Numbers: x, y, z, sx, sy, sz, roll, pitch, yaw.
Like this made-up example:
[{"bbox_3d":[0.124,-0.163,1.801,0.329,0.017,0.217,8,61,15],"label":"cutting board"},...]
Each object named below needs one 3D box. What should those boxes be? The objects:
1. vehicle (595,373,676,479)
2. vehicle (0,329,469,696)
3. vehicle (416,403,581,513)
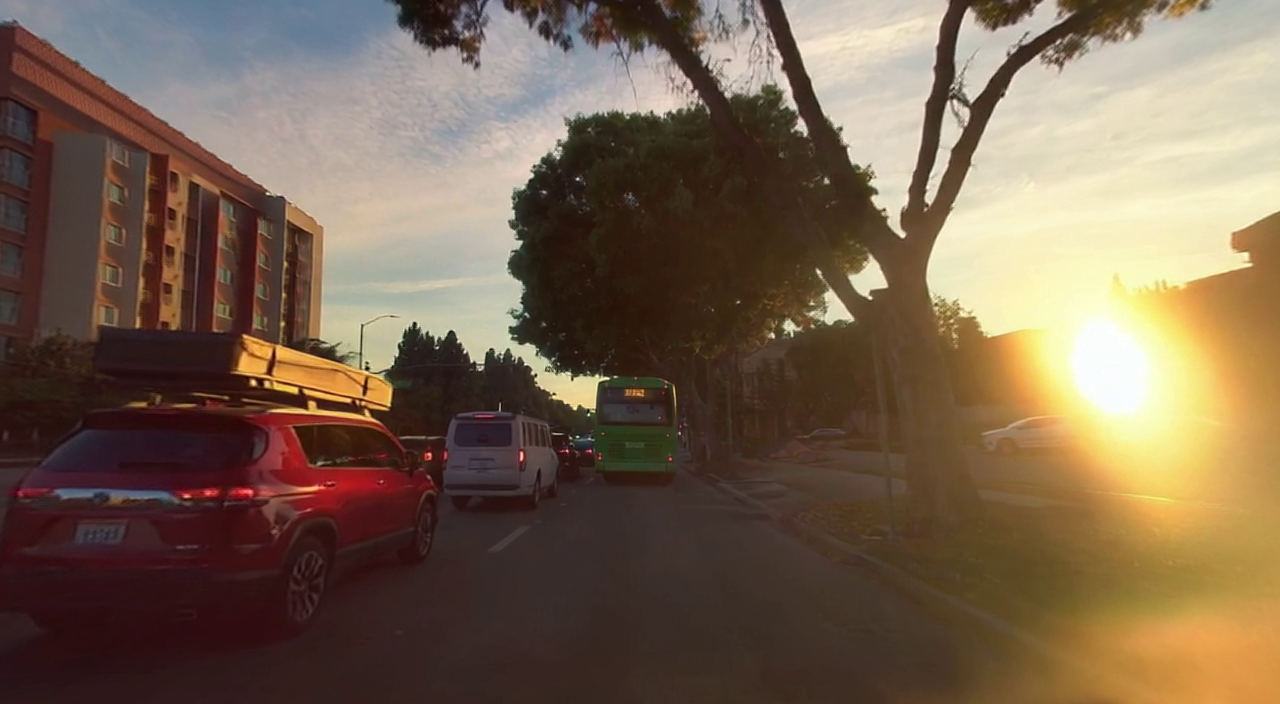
[{"bbox_3d":[-0.170,3.619,29.327,2.970,3.857,12.200,0,-9,0],"label":"vehicle"},{"bbox_3d":[-3.364,1.190,5.847,2.095,1.892,5.043,0,-9,0],"label":"vehicle"},{"bbox_3d":[-3.051,2.520,15.345,2.546,2.125,5.869,0,-9,1],"label":"vehicle"}]
